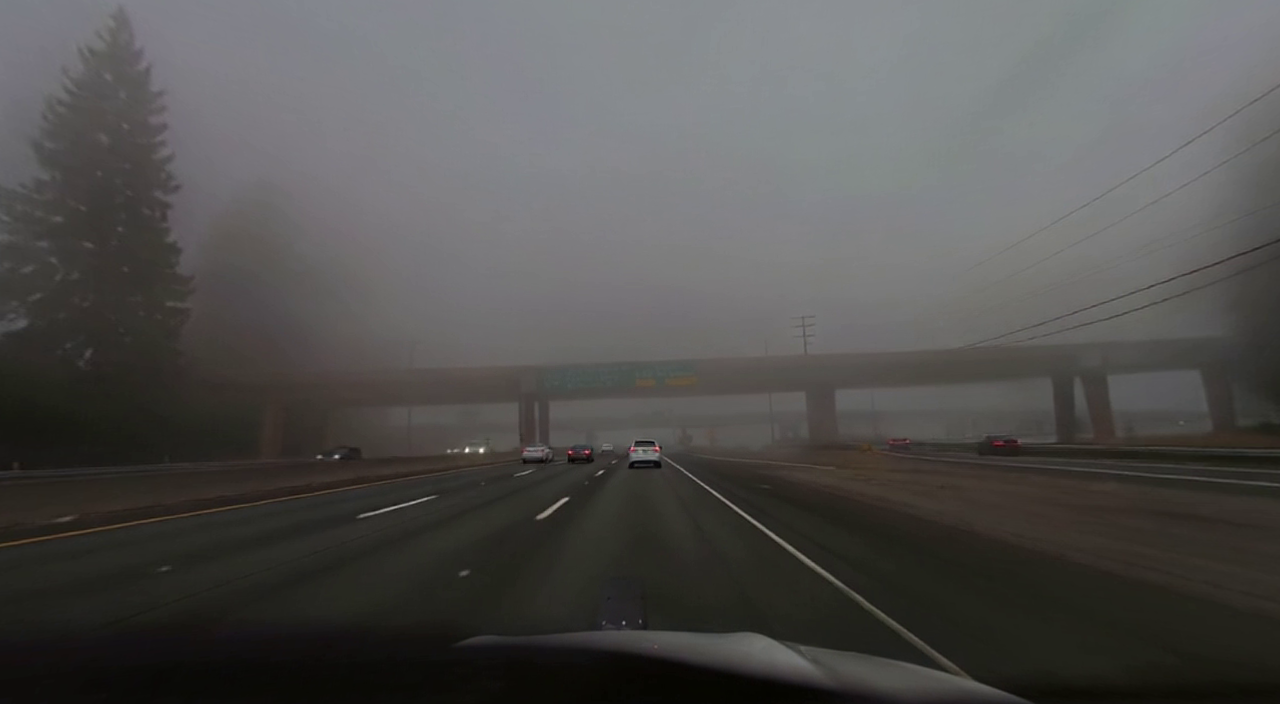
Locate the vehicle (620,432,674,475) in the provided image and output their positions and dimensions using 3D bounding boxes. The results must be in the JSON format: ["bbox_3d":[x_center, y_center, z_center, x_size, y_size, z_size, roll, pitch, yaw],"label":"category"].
[{"bbox_3d":[0.279,4.394,27.416,2.152,1.697,4.066,0,-8,0],"label":"vehicle"}]

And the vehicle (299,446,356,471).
[{"bbox_3d":[-22.917,7.787,46.417,1.867,1.696,4.566,0,-8,0],"label":"vehicle"}]

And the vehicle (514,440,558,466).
[{"bbox_3d":[-7.210,7.034,44.149,2.139,1.653,4.614,0,-8,2],"label":"vehicle"}]

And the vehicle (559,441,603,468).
[{"bbox_3d":[-3.379,5.971,36.940,2.056,1.464,4.564,0,-8,1],"label":"vehicle"}]
